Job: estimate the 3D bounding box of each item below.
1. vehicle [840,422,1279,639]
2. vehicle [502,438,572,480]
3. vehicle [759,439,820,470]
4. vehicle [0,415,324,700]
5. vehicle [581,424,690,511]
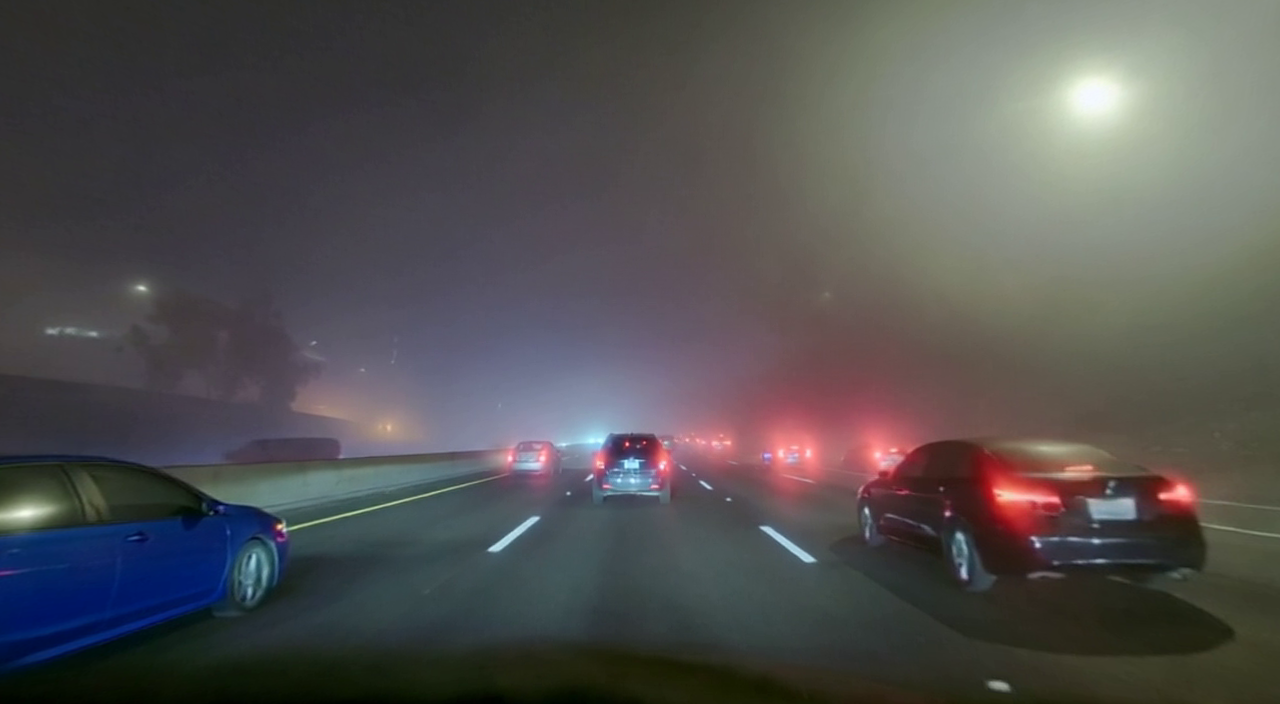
[{"bbox_3d":[3.906,1.595,6.750,2.031,1.492,4.577,0,-9,0],"label":"vehicle"},{"bbox_3d":[-3.967,4.196,24.965,1.947,1.516,4.295,0,-9,1],"label":"vehicle"},{"bbox_3d":[7.784,5.384,33.212,2.049,1.521,4.604,0,-9,0],"label":"vehicle"},{"bbox_3d":[-4.334,1.228,4.335,1.974,1.478,4.412,0,-9,1],"label":"vehicle"},{"bbox_3d":[-0.060,2.617,14.670,2.181,1.697,4.021,0,-9,1],"label":"vehicle"}]
